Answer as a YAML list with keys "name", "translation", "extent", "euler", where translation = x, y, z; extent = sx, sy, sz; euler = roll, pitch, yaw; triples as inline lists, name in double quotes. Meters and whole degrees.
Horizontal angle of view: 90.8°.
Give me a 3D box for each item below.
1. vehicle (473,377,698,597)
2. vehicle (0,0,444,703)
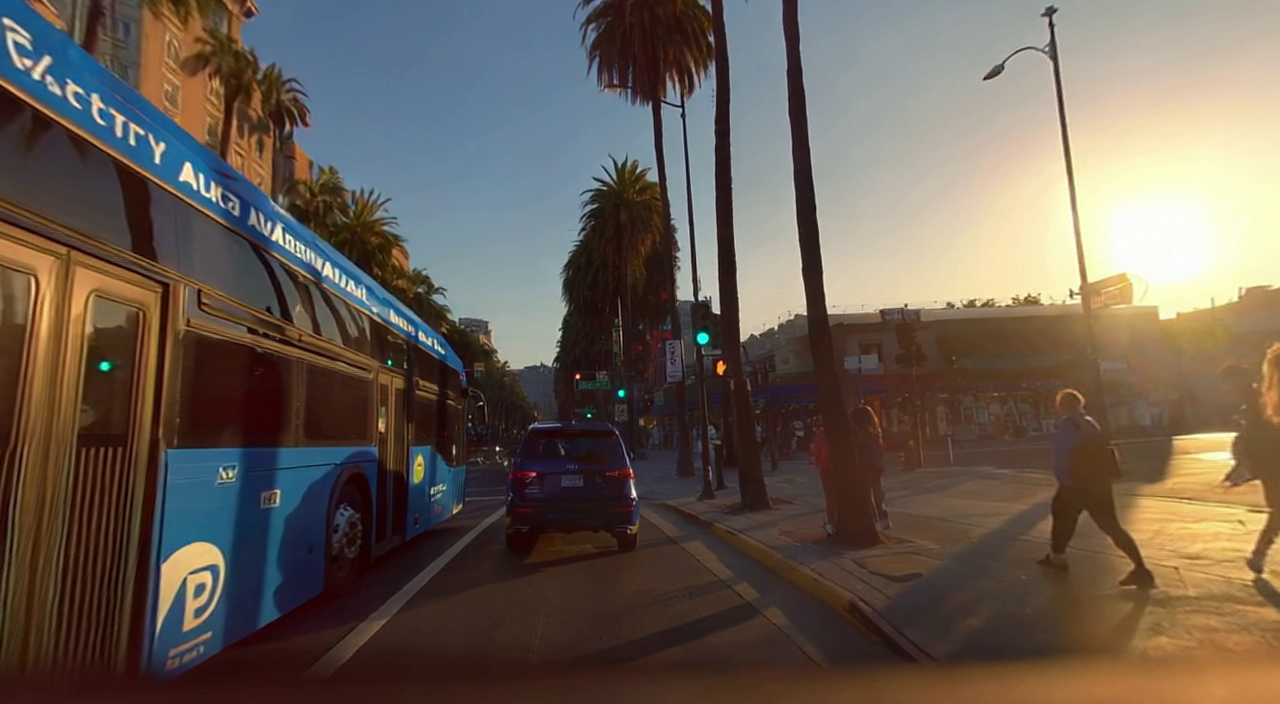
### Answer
- name: "vehicle"
  translation: [-0.799, 1.502, 7.813]
  extent: [2.002, 1.907, 4.211]
  euler: [1, -9, -9]
- name: "vehicle"
  translation: [-3.783, 0.113, 2.927]
  extent: [2.863, 3.233, 11.573]
  euler: [0, -8, -4]
